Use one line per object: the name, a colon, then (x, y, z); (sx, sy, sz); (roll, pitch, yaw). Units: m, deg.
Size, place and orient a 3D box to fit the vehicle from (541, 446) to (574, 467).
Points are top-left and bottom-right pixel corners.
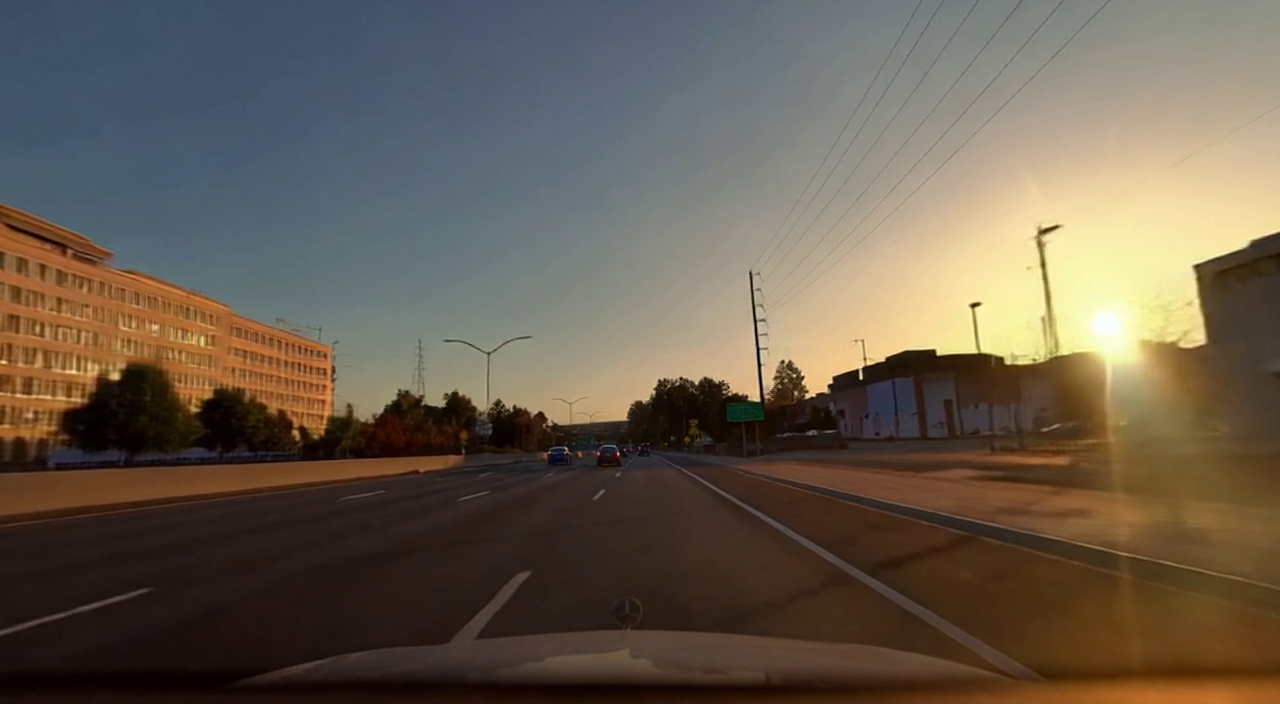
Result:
vehicle: (-6.285, 7.991, 48.422); (1.936, 1.462, 4.388); (-1, -8, 1)
